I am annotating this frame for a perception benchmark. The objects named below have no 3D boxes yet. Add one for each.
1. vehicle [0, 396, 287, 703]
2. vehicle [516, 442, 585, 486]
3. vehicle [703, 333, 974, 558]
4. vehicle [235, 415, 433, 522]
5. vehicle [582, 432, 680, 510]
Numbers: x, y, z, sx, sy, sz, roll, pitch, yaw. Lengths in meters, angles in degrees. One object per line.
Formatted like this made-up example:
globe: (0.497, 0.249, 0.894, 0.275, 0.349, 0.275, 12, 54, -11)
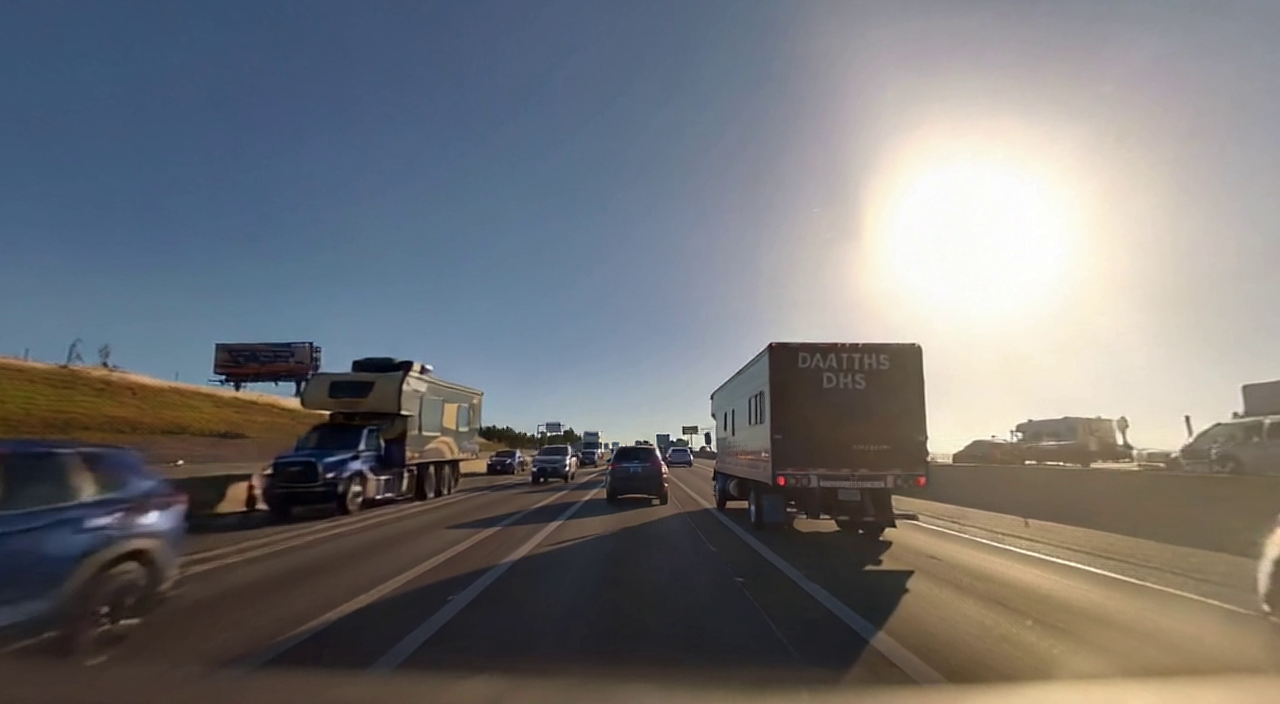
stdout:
vehicle: (-4.096, 1.005, 3.001, 2.023, 1.576, 4.784, 0, -9, 1)
vehicle: (-3.619, 4.626, 26.437, 2.098, 1.659, 4.432, 0, -9, 2)
vehicle: (2.952, 1.749, 11.949, 2.533, 2.942, 7.280, 0, -9, -2)
vehicle: (-6.888, 2.684, 15.017, 2.155, 2.087, 4.882, 0, -9, 1)
vehicle: (-0.186, 2.998, 16.260, 2.201, 1.719, 4.058, 0, -9, 0)
